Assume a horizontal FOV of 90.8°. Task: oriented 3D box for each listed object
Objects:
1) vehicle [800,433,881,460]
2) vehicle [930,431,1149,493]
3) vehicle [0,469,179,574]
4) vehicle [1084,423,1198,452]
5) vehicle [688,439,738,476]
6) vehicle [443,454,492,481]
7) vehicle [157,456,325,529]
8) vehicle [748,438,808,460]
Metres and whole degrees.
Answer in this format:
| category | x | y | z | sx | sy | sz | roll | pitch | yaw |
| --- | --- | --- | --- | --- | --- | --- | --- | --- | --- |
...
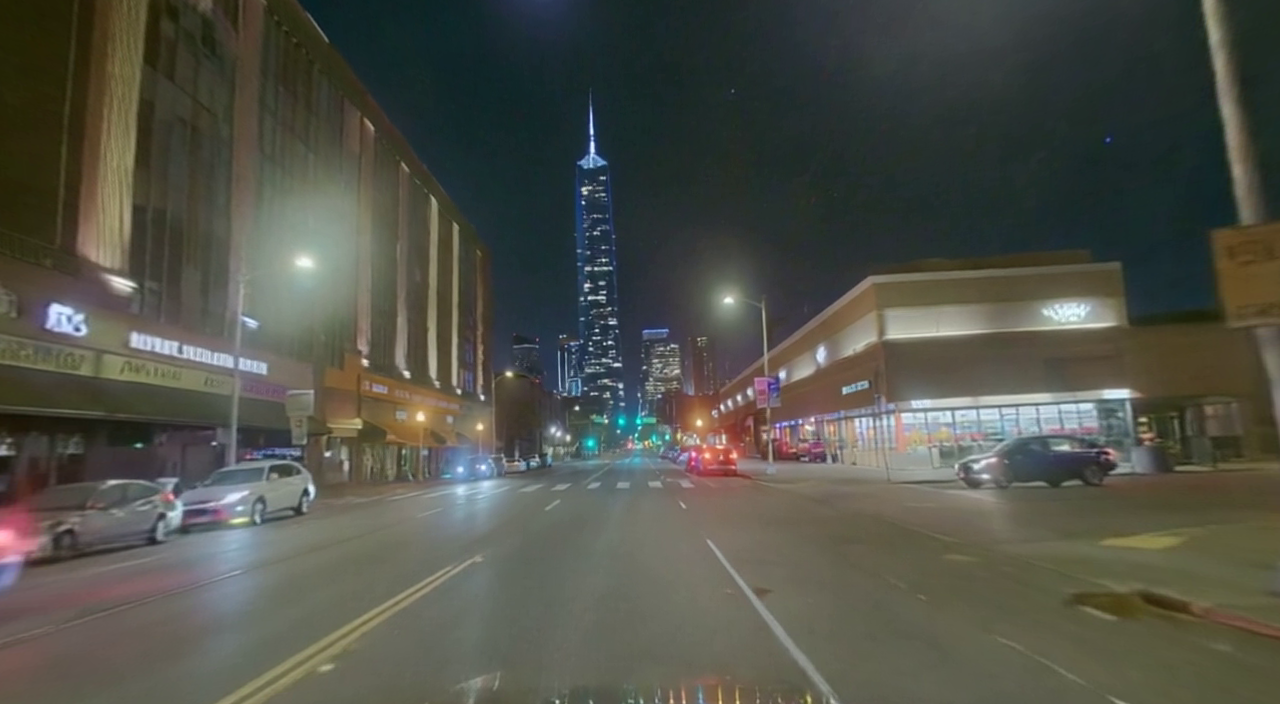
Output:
| category | x | y | z | sx | sy | sz | roll | pitch | yaw |
| --- | --- | --- | --- | --- | --- | --- | --- | --- | --- |
| vehicle | 13.457 | 6.346 | 42.572 | 4.732 | 1.746 | 2.141 | 0 | -8 | 0 |
| vehicle | 10.679 | 2.945 | 17.140 | 4.611 | 1.494 | 1.982 | 0 | -8 | -4 |
| vehicle | -11.075 | 3.197 | 12.346 | 1.586 | 1.397 | 3.473 | -3 | -5 | 0 |
| vehicle | 27.157 | 4.649 | 34.347 | 4.472 | 1.500 | 1.837 | -1 | -8 | 3 |
| vehicle | 3.706 | 5.434 | 32.892 | 2.118 | 1.779 | 5.121 | -1 | -8 | 2 |
| vehicle | -11.118 | 7.464 | 41.041 | 2.018 | 1.553 | 4.407 | 0 | -8 | -1 |
| vehicle | -11.008 | 3.848 | 17.864 | 1.943 | 1.713 | 4.153 | -1 | -8 | 2 |
| vehicle | 10.301 | 7.253 | 47.275 | 4.018 | 1.645 | 1.875 | 0 | -8 | -3 |
